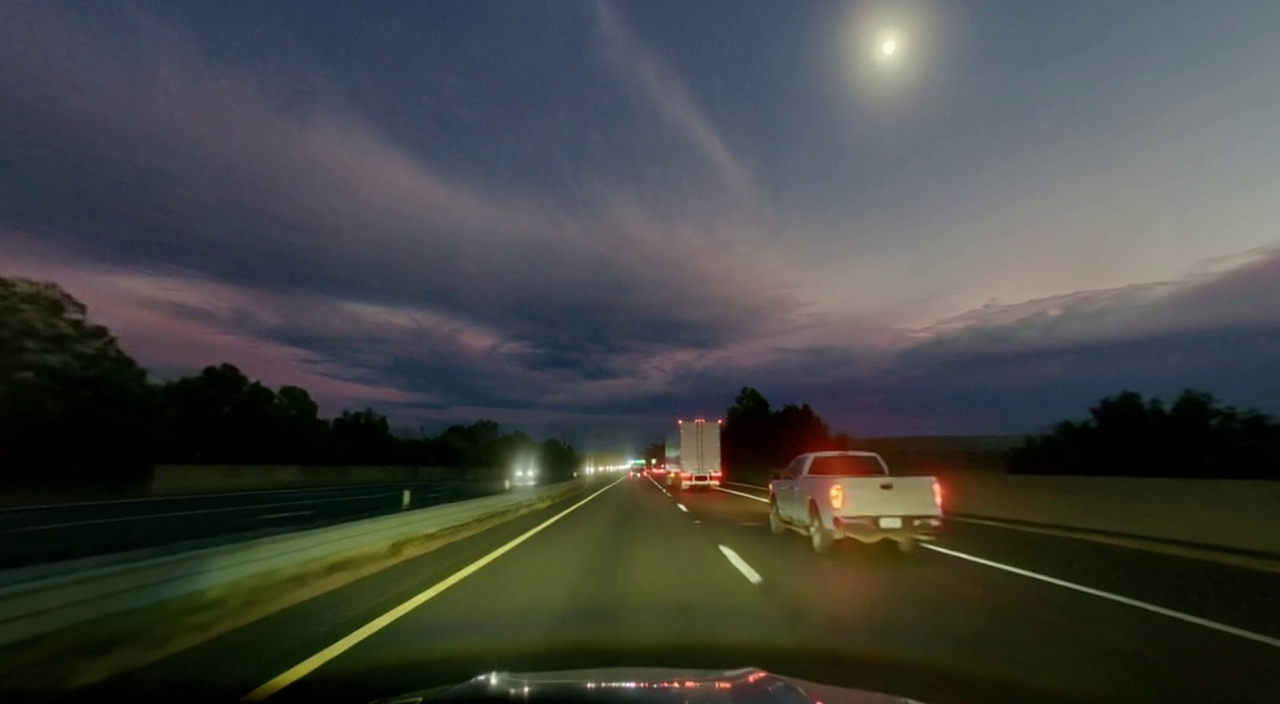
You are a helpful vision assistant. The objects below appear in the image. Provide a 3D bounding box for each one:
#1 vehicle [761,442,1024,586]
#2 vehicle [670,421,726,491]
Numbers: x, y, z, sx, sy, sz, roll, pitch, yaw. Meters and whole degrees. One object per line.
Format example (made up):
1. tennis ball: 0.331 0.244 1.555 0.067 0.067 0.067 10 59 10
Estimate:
1. vehicle: 3.452 2.360 9.868 2.124 1.662 4.641 1 -10 -1
2. vehicle: 3.800 7.456 44.667 2.863 4.088 14.040 1 -10 1
